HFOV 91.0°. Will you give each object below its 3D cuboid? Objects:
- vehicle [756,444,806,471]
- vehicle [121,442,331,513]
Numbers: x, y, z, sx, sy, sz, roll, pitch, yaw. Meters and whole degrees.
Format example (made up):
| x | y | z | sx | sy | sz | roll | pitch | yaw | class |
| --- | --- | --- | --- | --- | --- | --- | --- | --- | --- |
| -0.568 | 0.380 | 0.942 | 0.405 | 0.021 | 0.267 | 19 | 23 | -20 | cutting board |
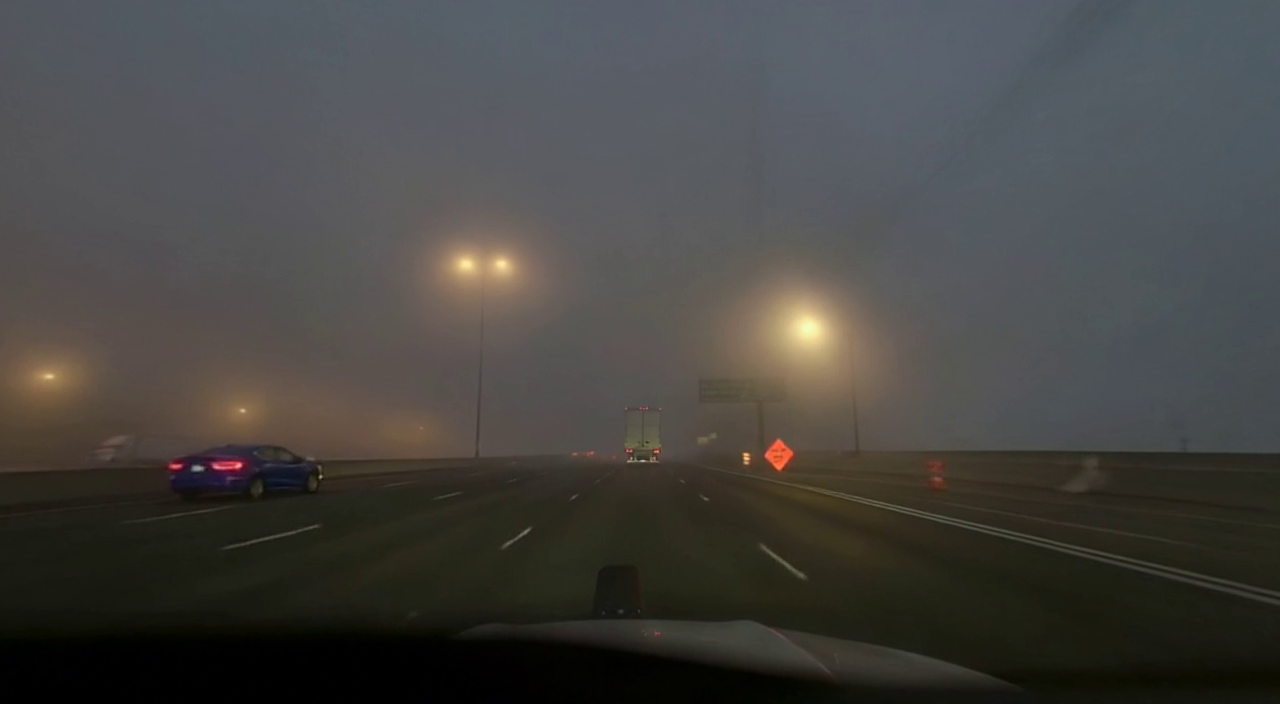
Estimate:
| x | y | z | sx | sy | sz | roll | pitch | yaw | class |
| --- | --- | --- | --- | --- | --- | --- | --- | --- | --- |
| 9.685 | 7.288 | 43.655 | 2.065 | 1.698 | 4.882 | 0 | -9 | -3 | vehicle |
| -10.385 | 3.157 | 16.450 | 2.096 | 1.538 | 4.998 | 0 | -9 | 0 | vehicle |
